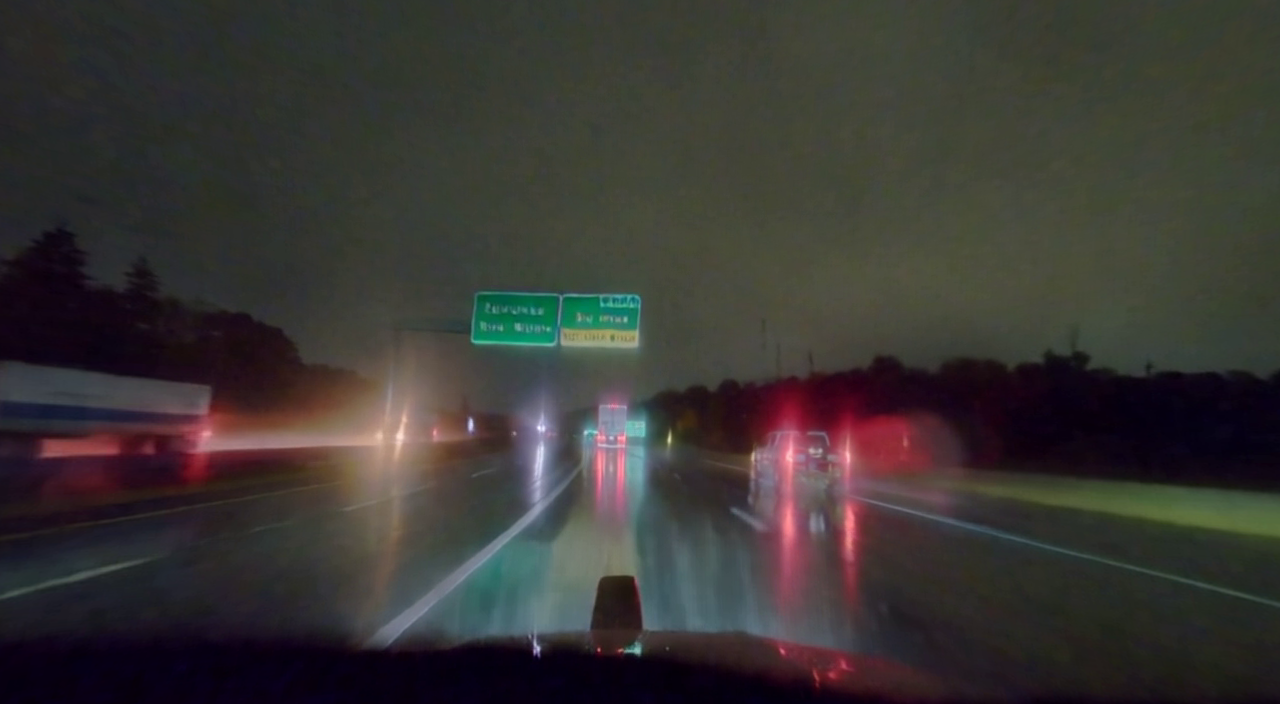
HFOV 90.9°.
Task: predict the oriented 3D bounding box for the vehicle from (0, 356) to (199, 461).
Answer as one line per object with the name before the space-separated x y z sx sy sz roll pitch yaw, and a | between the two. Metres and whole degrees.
vehicle | -24.913 2.648 27.164 3.339 3.734 12.428 1 -8 -3
